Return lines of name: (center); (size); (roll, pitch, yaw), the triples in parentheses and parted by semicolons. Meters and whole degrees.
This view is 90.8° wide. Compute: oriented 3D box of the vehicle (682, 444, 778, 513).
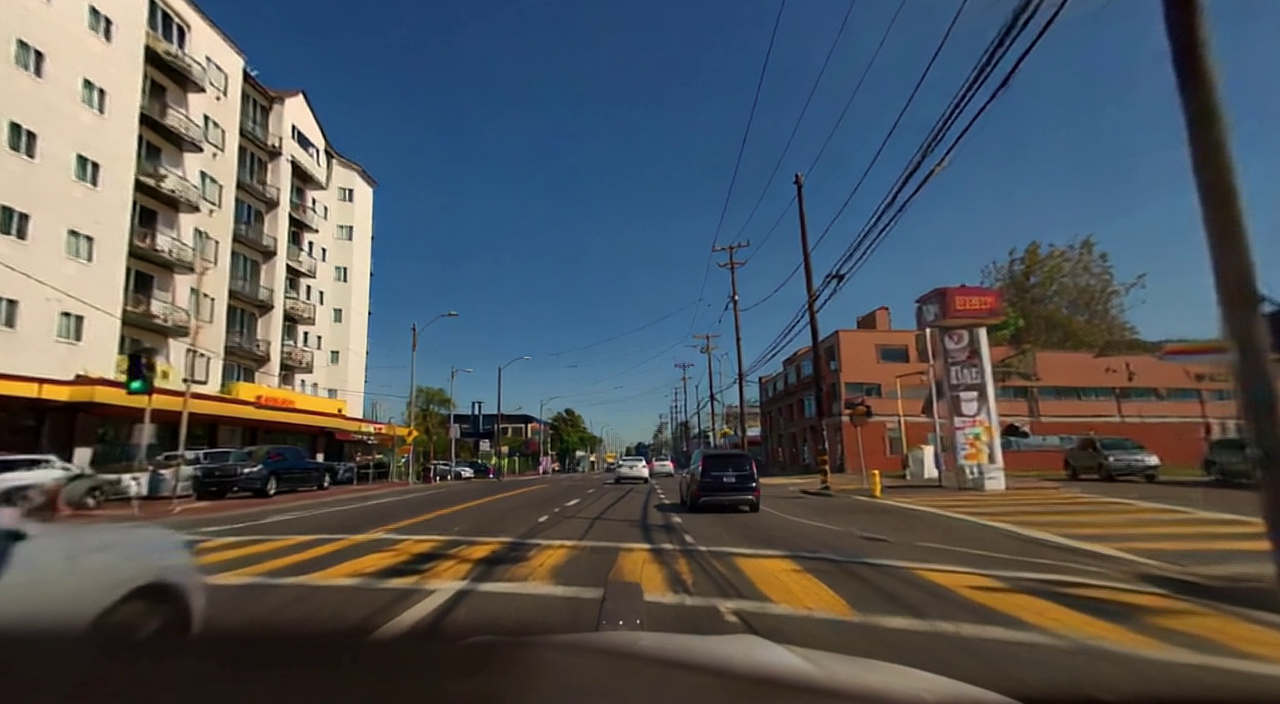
vehicle: (2.395, 3.458, 17.890); (1.945, 1.647, 4.160); (0, -8, -2)

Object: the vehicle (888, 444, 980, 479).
vehicle: (13.587, 5.053, 29.571); (1.846, 1.480, 4.649); (0, -8, -3)

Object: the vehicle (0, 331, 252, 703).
vehicle: (-3.210, 0.668, 1.107); (2.221, 1.706, 4.451); (-1, -8, 0)

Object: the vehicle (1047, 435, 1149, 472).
vehicle: (21.109, 4.666, 29.347); (1.856, 1.530, 3.933); (-1, -8, 2)

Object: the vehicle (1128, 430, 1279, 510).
vehicle: (15.316, 2.744, 15.031); (5.302, 1.633, 2.206); (-5, -6, 19)

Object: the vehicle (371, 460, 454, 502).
vehicle: (-9.536, 5.406, 26.899); (1.859, 1.451, 4.447); (-1, -8, 1)

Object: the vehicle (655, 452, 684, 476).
vehicle: (2.262, 8.599, 48.751); (1.953, 1.687, 4.094); (-1, -8, -1)

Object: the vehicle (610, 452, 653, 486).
vehicle: (-0.421, 5.811, 31.570); (1.999, 1.487, 3.939); (-1, -8, 0)
